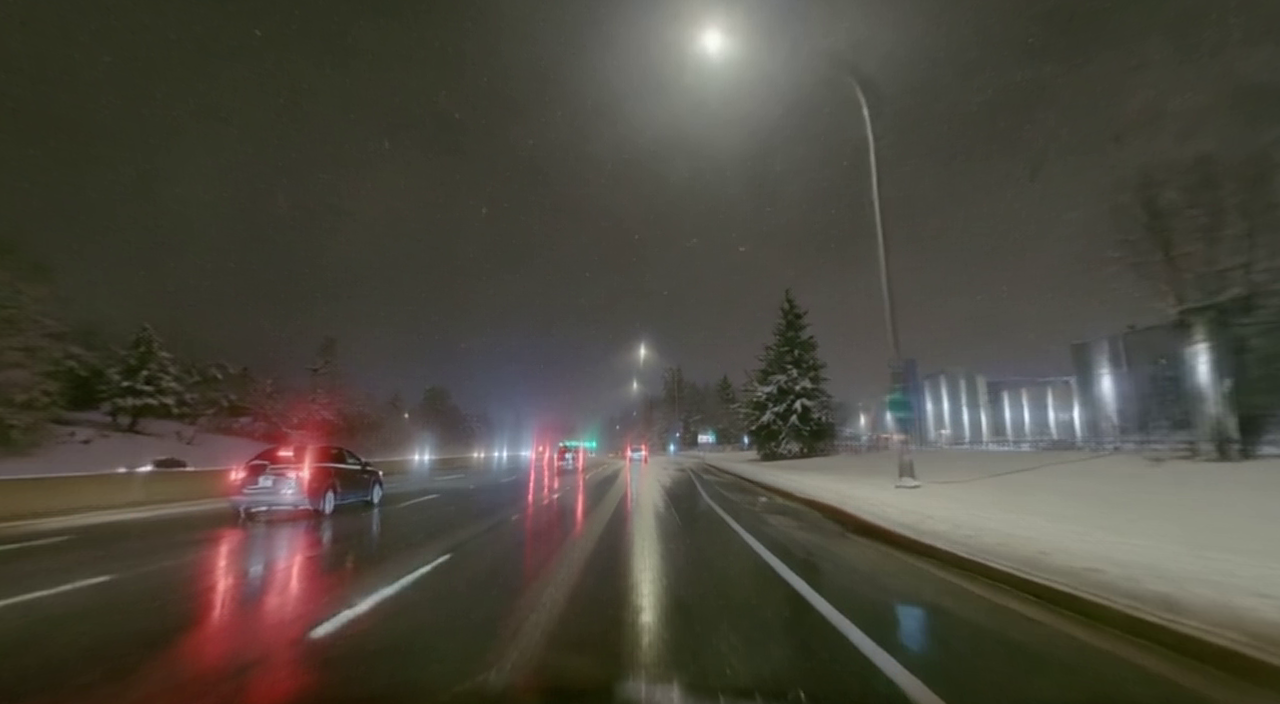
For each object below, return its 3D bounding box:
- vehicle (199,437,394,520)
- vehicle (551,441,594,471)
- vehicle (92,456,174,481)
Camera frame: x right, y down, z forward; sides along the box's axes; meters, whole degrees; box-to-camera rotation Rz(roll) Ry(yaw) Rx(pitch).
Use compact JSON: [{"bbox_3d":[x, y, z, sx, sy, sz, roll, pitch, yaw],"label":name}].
[{"bbox_3d":[-7.867,2.899,15.072,2.071,1.661,4.540,0,-8,0],"label":"vehicle"},{"bbox_3d":[-4.153,6.424,39.215,2.158,1.717,4.375,0,-8,0],"label":"vehicle"},{"bbox_3d":[-34.809,8.000,43.416,1.836,1.524,4.523,0,-8,1],"label":"vehicle"}]
